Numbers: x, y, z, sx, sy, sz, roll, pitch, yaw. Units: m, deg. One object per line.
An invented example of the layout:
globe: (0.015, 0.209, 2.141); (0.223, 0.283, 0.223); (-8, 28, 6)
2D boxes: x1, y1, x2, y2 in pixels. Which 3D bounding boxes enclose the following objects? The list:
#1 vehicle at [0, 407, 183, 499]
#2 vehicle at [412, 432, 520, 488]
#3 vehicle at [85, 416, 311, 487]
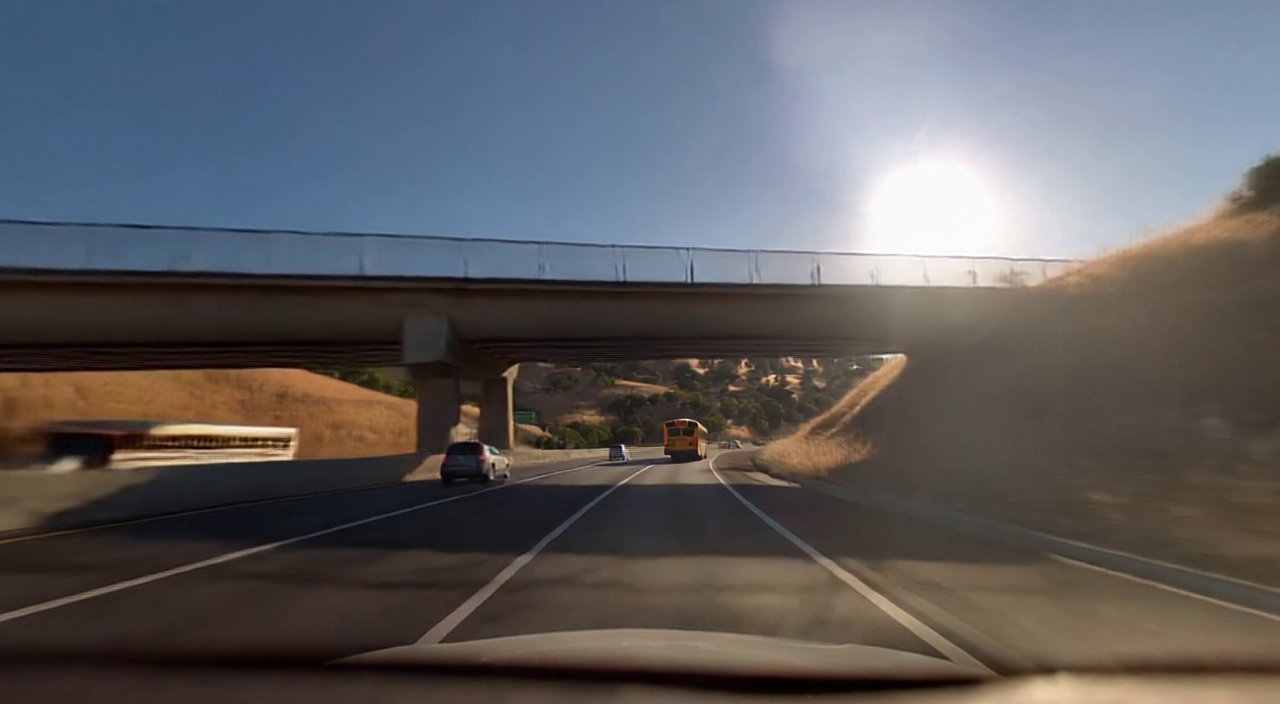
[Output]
vehicle: (-24.359, 4.272, 26.888); (2.999, 3.296, 8.416); (0, -9, 3)
vehicle: (-5.839, 3.673, 21.827); (2.172, 1.689, 4.625); (-1, -8, 3)
vehicle: (-23.845, 5.571, 35.679); (2.791, 3.263, 13.033); (-1, -9, 3)
